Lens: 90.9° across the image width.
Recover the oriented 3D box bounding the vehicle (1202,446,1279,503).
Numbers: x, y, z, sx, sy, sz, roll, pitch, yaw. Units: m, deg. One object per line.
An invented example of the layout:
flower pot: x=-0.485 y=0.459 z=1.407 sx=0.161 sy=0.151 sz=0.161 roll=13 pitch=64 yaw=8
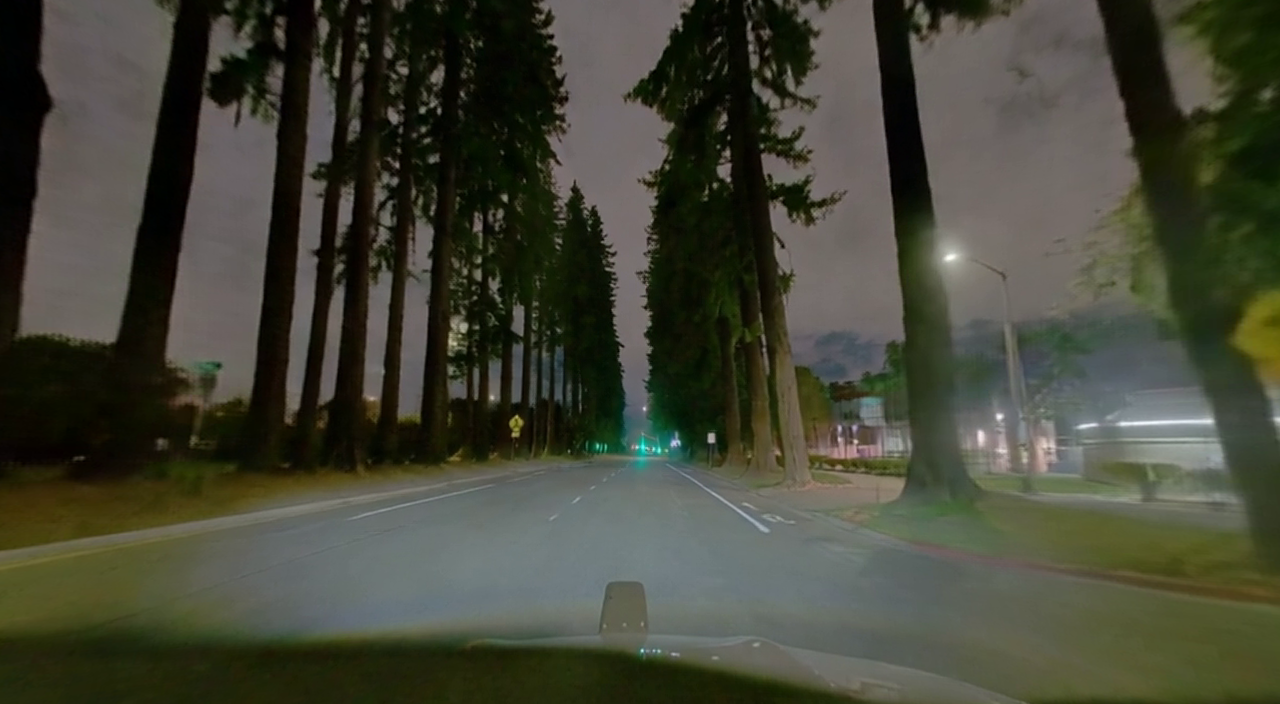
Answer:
vehicle: x=20.006 y=3.879 z=20.383 sx=1.958 sy=1.644 sz=4.527 roll=-5 pitch=-10 yaw=33
